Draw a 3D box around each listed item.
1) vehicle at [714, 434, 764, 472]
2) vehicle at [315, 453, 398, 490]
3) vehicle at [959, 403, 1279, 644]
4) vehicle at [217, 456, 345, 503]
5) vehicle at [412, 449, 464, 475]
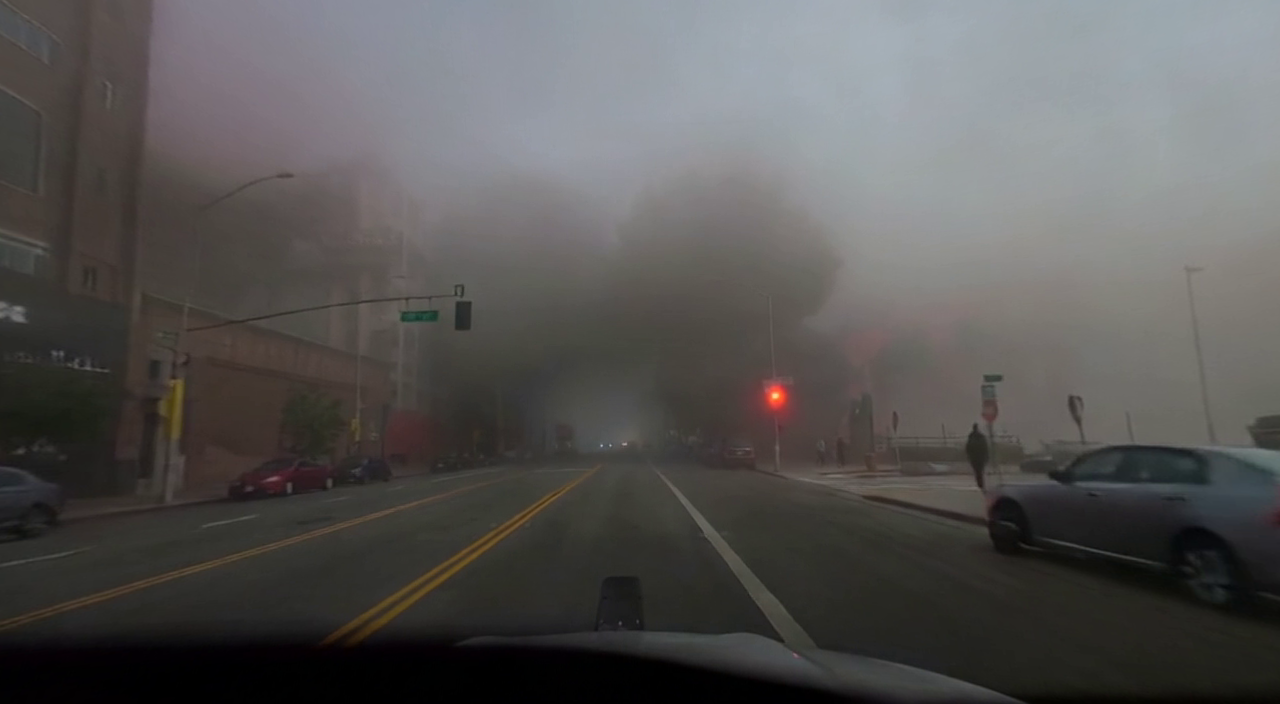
[{"bbox_3d":[5.491,5.660,35.621,2.010,1.943,4.319,-2,-9,-1],"label":"vehicle"},{"bbox_3d":[-12.512,5.278,28.217,1.842,1.461,4.371,0,-8,-2],"label":"vehicle"},{"bbox_3d":[5.866,1.601,6.835,2.150,1.805,4.870,0,-8,-1],"label":"vehicle"},{"bbox_3d":[-12.716,4.513,22.795,1.945,1.451,4.522,0,-8,0],"label":"vehicle"},{"bbox_3d":[-12.555,6.833,39.447,1.804,1.533,4.121,0,-8,1],"label":"vehicle"}]
